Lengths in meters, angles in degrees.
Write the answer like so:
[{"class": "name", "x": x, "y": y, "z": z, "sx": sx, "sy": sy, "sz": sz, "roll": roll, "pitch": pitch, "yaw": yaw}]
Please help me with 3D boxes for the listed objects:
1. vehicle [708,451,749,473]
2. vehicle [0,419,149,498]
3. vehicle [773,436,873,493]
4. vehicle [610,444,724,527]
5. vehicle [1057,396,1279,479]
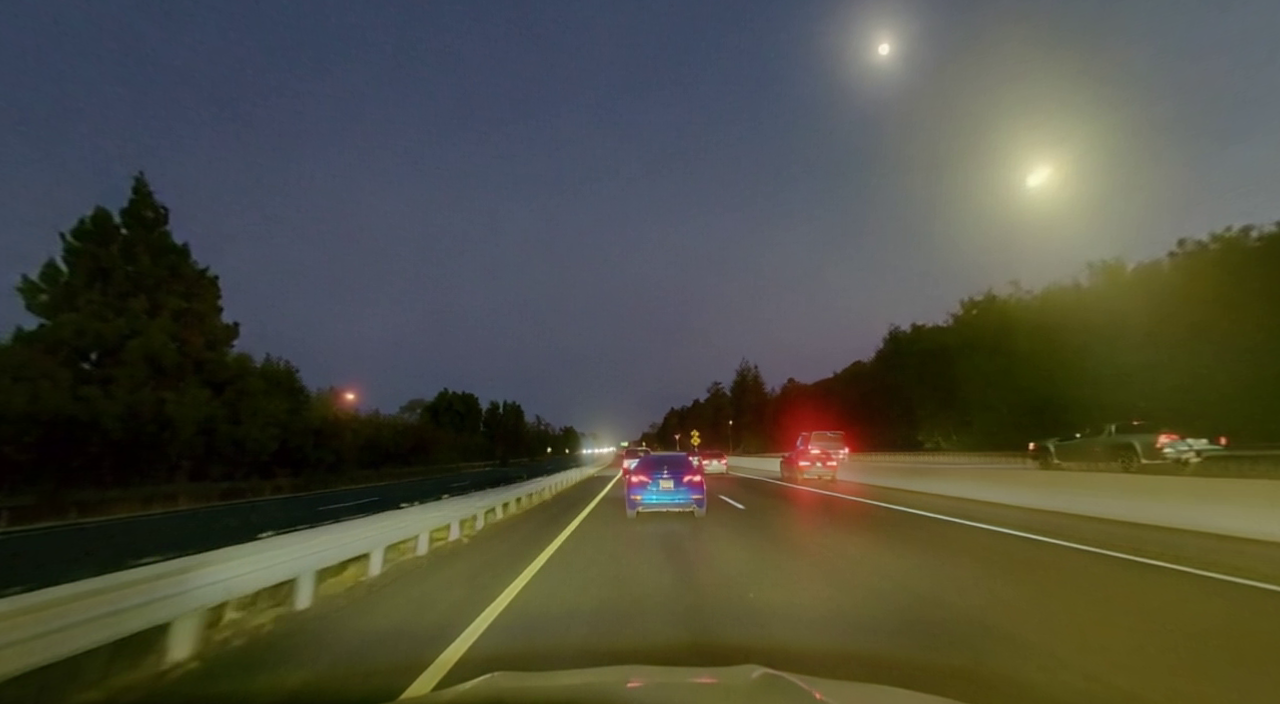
[{"class": "vehicle", "x": 6.017, "y": 7.548, "z": 43.391, "sx": 2.015, "sy": 1.454, "sz": 4.324, "roll": 0, "pitch": -9, "yaw": -2}, {"class": "vehicle", "x": -33.395, "y": 6.174, "z": 36.871, "sx": 2.902, "sy": 3.981, "sz": 7.819, "roll": -3, "pitch": -8, "yaw": 0}, {"class": "vehicle", "x": 6.449, "y": 4.028, "z": 22.837, "sx": 2.177, "sy": 1.827, "sz": 4.565, "roll": 0, "pitch": -9, "yaw": -1}, {"class": "vehicle", "x": 0.476, "y": 2.737, "z": 13.449, "sx": 2.076, "sy": 1.485, "sz": 3.774, "roll": 0, "pitch": -9, "yaw": 0}, {"class": "vehicle", "x": 31.689, "y": 5.249, "z": 37.472, "sx": 2.822, "sy": 3.996, "sz": 14.073, "roll": 1, "pitch": -9, "yaw": -7}]
